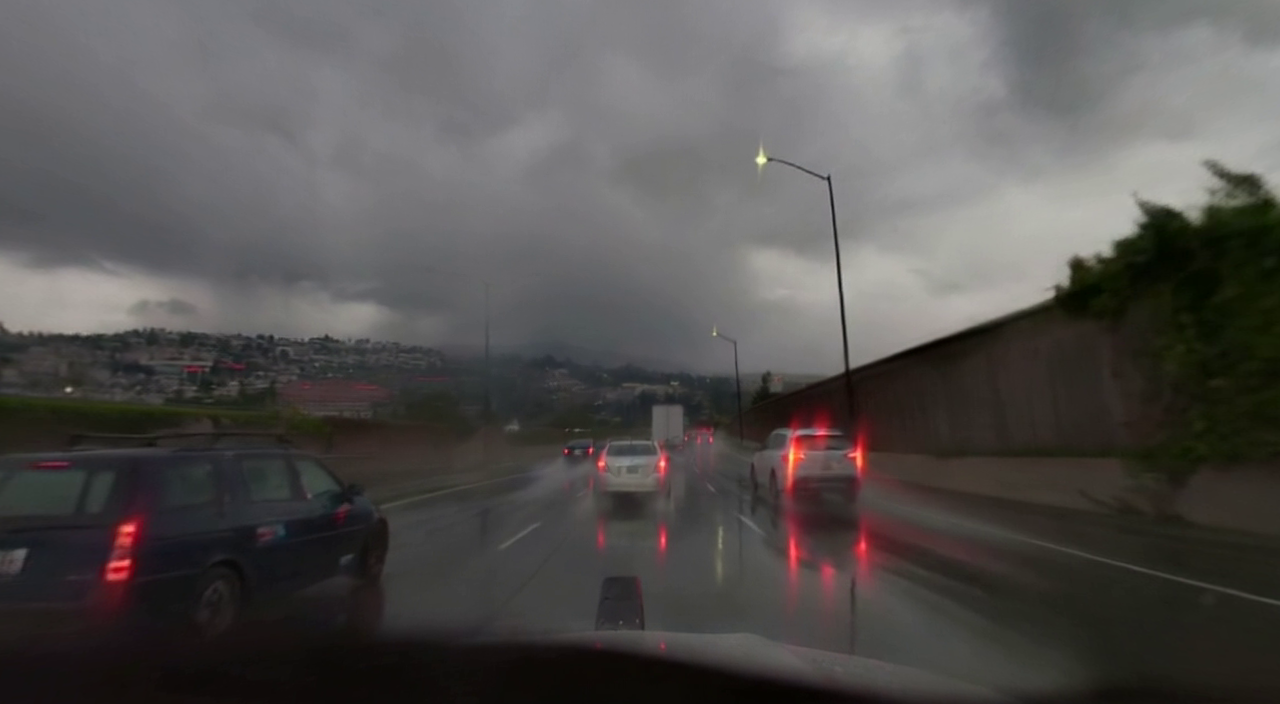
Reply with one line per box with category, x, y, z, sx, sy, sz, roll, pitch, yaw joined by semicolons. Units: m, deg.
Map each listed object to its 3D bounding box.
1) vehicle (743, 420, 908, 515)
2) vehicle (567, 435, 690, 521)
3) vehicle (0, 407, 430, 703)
vehicle;3.686;2.406;13.627;2.166;1.666;4.618;0;-9;0
vehicle;-0.167;2.496;13.031;2.136;1.470;3.971;0;-9;1
vehicle;-3.693;1.351;5.125;2.130;1.474;5.027;-1;-9;2
